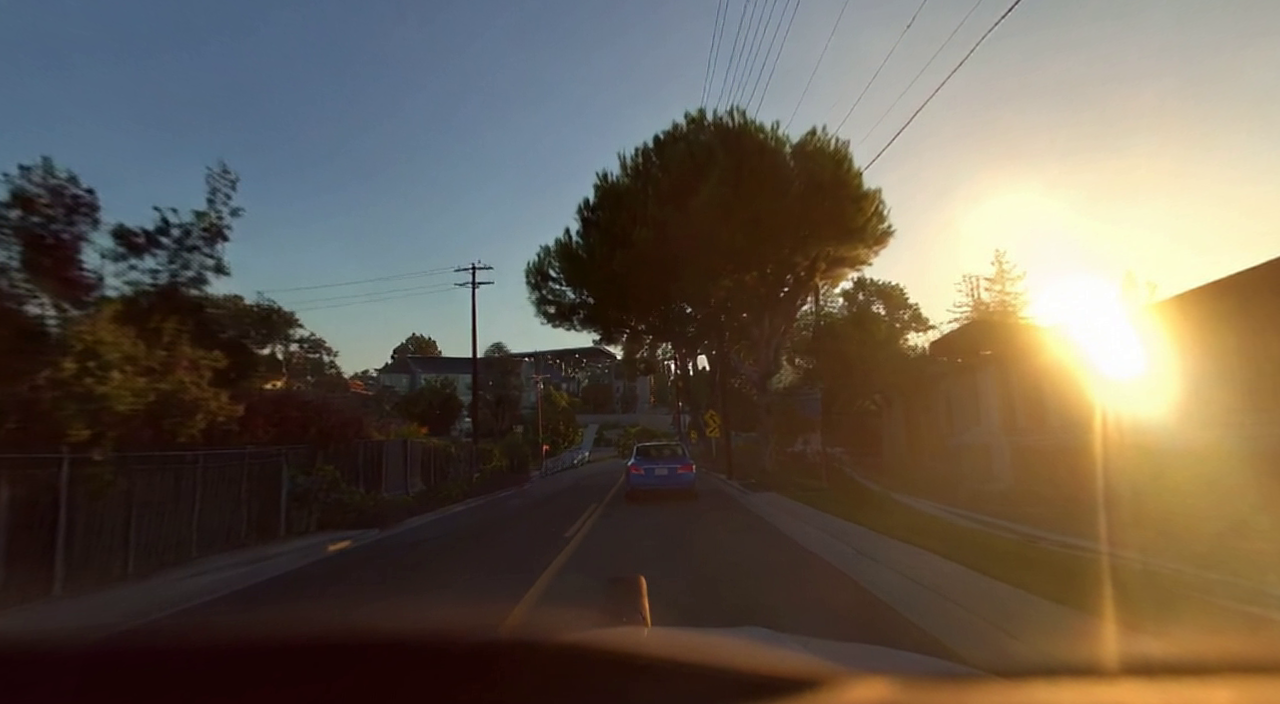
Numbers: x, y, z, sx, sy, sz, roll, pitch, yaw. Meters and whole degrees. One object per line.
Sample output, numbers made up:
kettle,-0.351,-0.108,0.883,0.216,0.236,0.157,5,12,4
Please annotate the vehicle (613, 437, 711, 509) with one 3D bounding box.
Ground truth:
vehicle,0.483,2.828,15.296,2.060,1.487,3.920,0,-8,1
